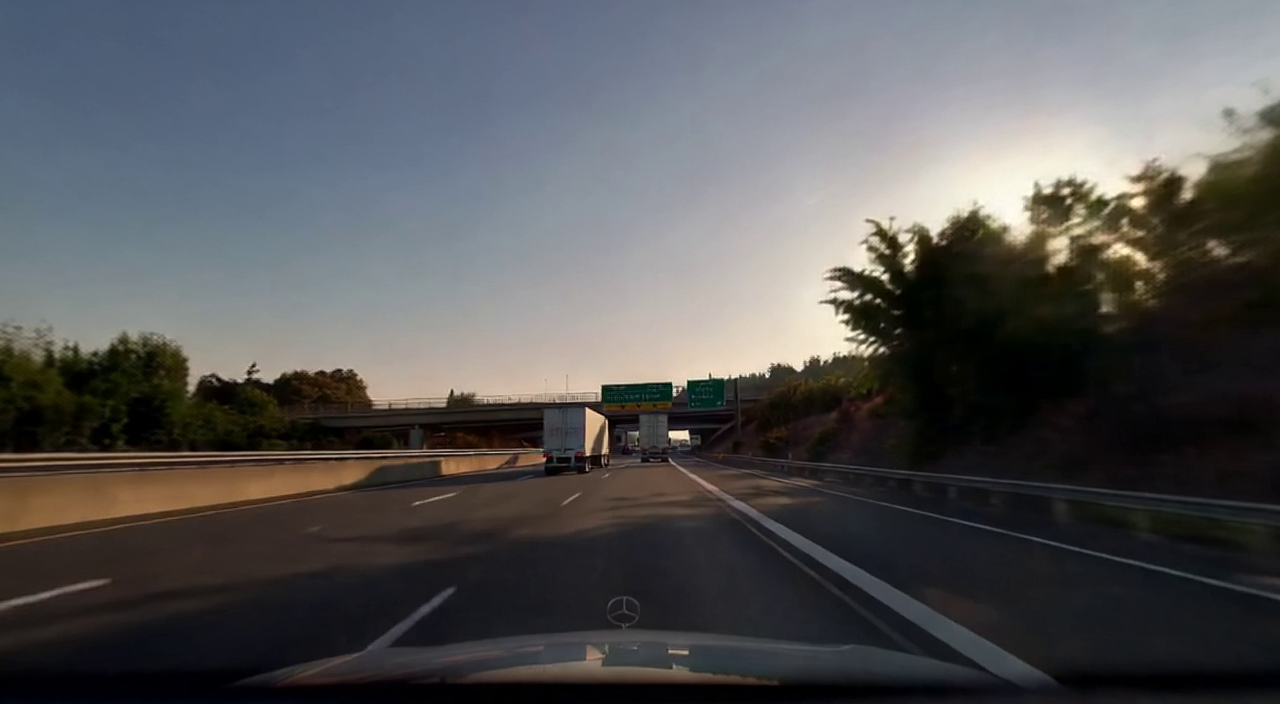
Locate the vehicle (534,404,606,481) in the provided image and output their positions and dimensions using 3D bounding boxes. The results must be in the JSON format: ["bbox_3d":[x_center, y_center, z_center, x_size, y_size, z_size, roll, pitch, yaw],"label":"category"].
[{"bbox_3d":[-3.182,4.444,30.602,2.696,3.266,7.062,0,-9,0],"label":"vehicle"}]
